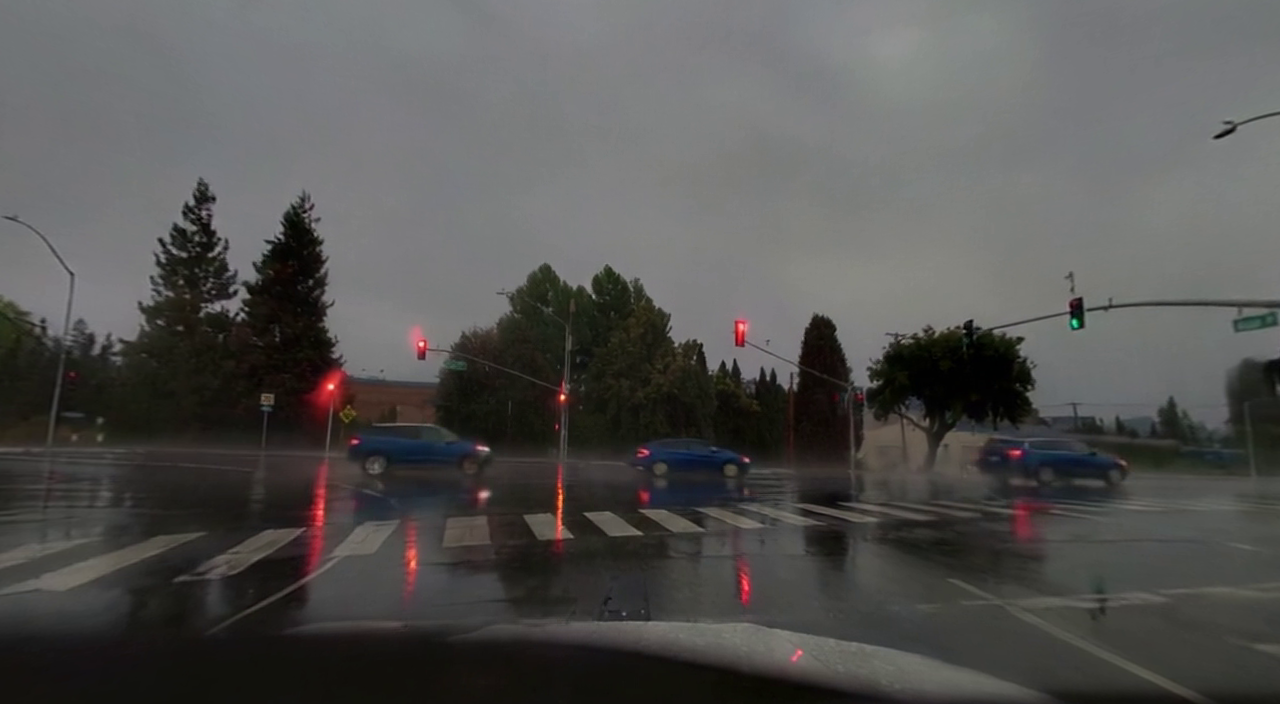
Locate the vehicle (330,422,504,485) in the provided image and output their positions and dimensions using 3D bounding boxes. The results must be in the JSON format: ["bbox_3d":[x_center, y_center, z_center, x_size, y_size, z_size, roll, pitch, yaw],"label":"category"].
[{"bbox_3d":[-6.564,3.016,18.931,4.626,1.710,1.891,2,-9,-17],"label":"vehicle"}]

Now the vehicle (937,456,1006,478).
[{"bbox_3d":[24.222,8.403,46.056,4.431,1.464,1.812,3,-9,-19],"label":"vehicle"}]

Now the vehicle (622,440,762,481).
[{"bbox_3d":[2.052,4.280,25.166,5.203,1.488,1.907,2,-9,-17],"label":"vehicle"}]

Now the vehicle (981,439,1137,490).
[{"bbox_3d":[14.986,3.996,22.570,5.014,1.675,1.906,4,-9,-19],"label":"vehicle"}]
